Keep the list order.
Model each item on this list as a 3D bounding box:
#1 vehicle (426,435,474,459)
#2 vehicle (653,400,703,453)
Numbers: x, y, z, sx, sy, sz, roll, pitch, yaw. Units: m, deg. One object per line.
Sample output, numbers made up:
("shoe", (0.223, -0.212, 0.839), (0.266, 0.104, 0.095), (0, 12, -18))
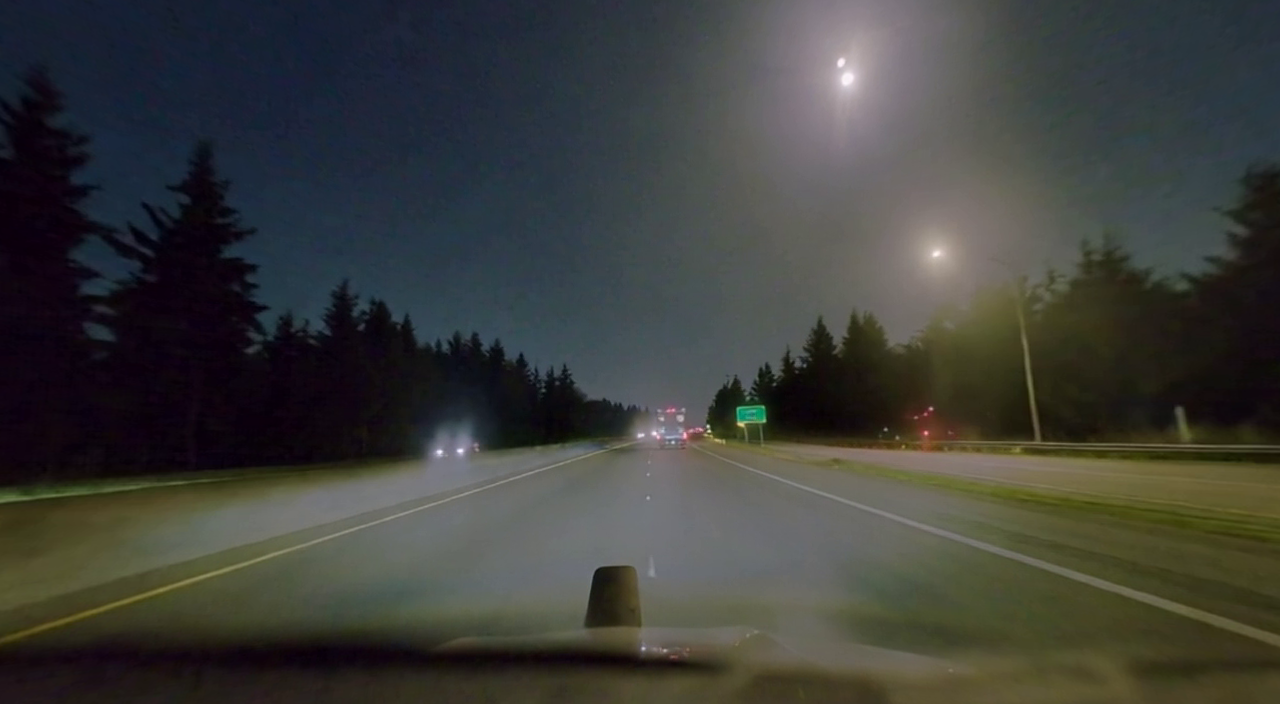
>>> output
("vehicle", (-13.917, 6.980, 46.474), (2.112, 1.654, 4.481), (-1, -8, 1))
("vehicle", (2.757, 5.822, 48.702), (3.200, 3.651, 8.416), (0, -8, -1))
